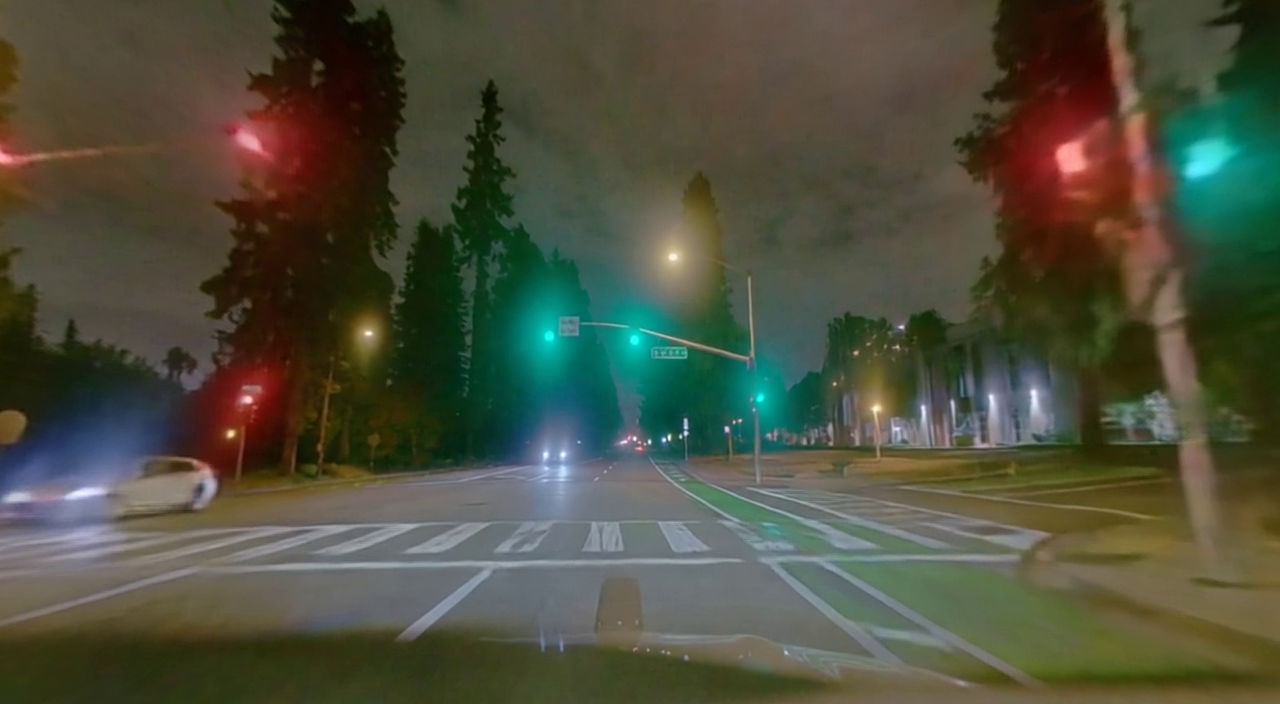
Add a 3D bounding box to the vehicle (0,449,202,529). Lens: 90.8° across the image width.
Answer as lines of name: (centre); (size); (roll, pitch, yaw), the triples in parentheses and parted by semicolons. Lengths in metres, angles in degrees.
vehicle: (-14.607, 3.527, 16.990); (2.113, 1.804, 4.732); (0, -9, 2)
